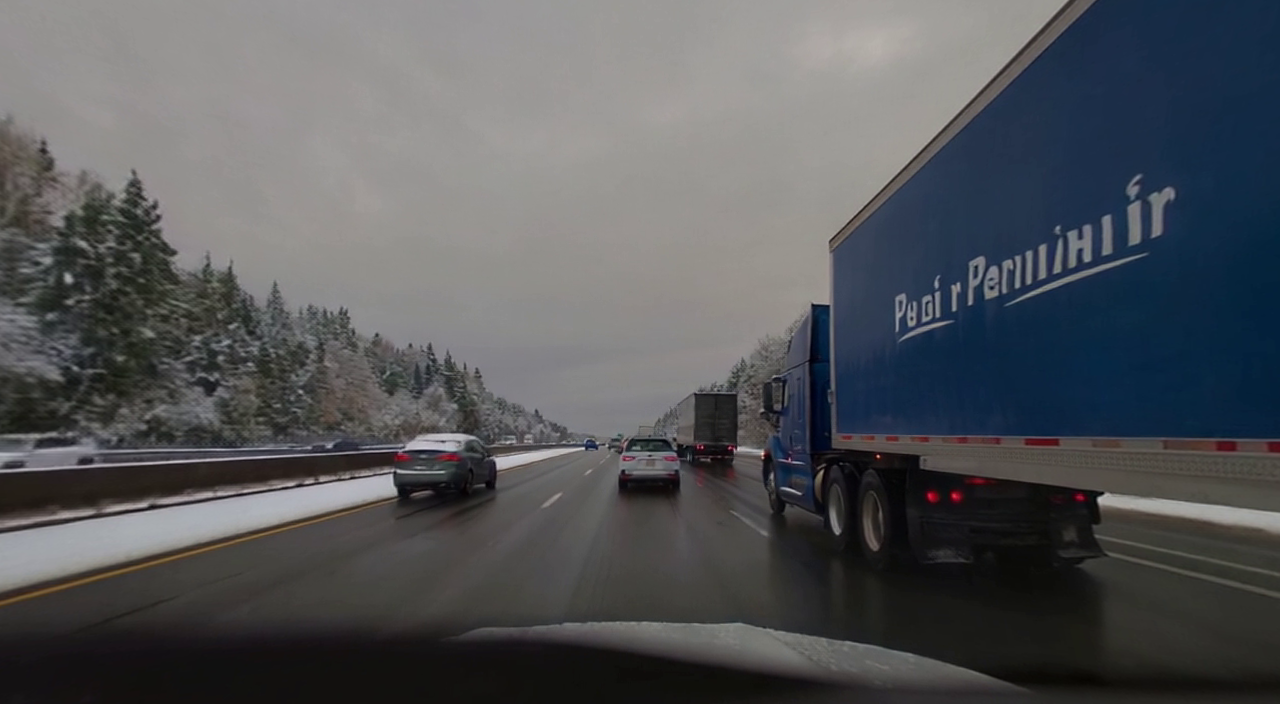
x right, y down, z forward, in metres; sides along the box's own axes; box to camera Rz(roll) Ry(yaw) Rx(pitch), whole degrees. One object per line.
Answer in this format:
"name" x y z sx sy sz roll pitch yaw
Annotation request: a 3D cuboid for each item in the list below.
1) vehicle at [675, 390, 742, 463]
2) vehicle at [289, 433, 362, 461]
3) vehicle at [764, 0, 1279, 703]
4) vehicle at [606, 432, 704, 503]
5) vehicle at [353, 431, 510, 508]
"vehicle" 4.212 5.092 42.130 2.869 4.067 13.731 0 -8 0
"vehicle" -18.035 5.424 36.374 1.817 1.495 4.331 0 -8 2
"vehicle" 4.237 0.190 6.532 2.816 4.070 14.136 0 -8 -1
"vehicle" 0.308 2.620 14.814 2.021 1.435 3.611 0 -8 0
"vehicle" -4.445 2.548 14.283 2.048 1.452 4.430 0 -8 0
